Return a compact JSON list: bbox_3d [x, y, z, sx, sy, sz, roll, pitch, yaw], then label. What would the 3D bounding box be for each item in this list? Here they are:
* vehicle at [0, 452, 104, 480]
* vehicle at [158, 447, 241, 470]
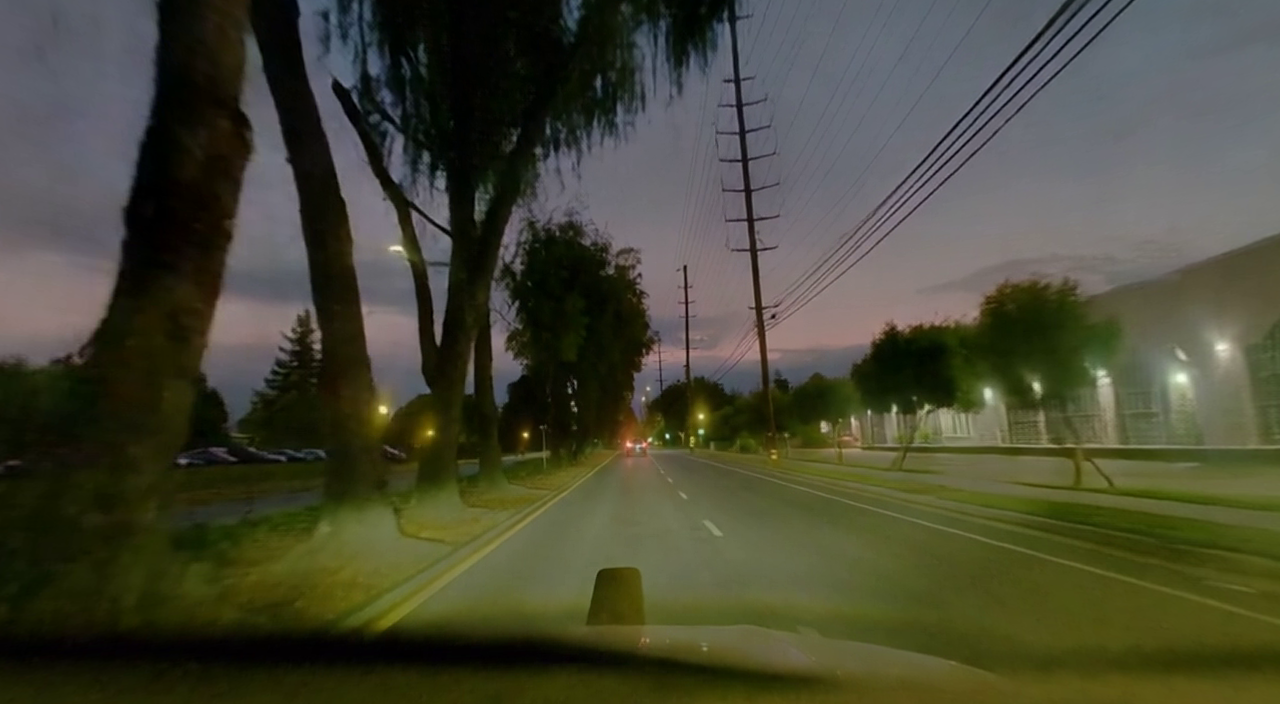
[{"bbox_3d":[-33.718,6.481,35.919,4.557,1.493,2.049,0,-8,0],"label":"vehicle"},{"bbox_3d":[-34.040,8.208,48.916,4.662,1.660,2.312,0,-8,-2],"label":"vehicle"}]
